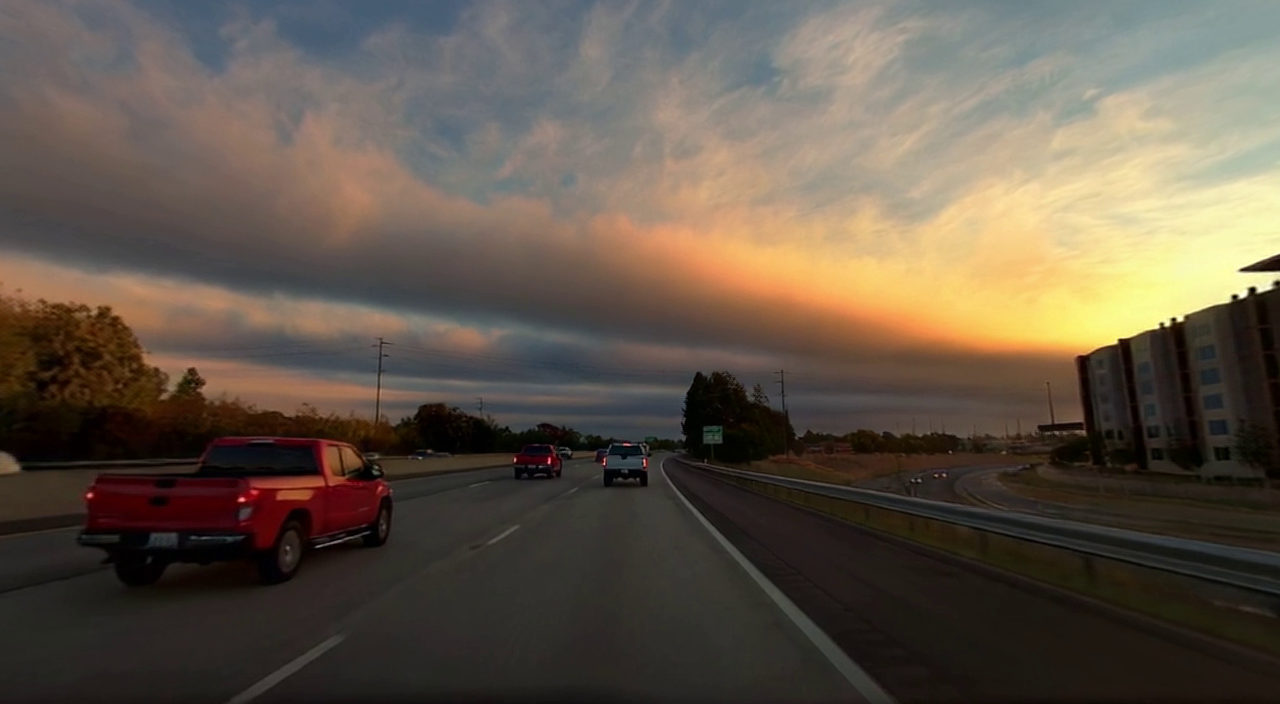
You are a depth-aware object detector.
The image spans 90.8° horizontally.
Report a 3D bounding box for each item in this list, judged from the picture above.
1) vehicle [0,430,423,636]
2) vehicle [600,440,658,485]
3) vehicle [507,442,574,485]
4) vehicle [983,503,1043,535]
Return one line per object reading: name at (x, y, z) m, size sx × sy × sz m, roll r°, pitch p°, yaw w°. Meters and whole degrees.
vehicle at (-4.111, 1.639, 6.836) m, size 1.936 × 1.470 × 4.402 m, roll 0°, pitch -8°, yaw 0°
vehicle at (-0.378, 4.660, 26.965) m, size 2.293 × 1.753 × 4.380 m, roll 0°, pitch -9°, yaw 1°
vehicle at (-4.280, 4.867, 27.982) m, size 2.038 × 1.704 × 5.181 m, roll 0°, pitch -8°, yaw 1°
vehicle at (26.527, 11.864, 45.082) m, size 1.956 × 1.594 × 4.425 m, roll -1°, pitch -8°, yaw 6°
